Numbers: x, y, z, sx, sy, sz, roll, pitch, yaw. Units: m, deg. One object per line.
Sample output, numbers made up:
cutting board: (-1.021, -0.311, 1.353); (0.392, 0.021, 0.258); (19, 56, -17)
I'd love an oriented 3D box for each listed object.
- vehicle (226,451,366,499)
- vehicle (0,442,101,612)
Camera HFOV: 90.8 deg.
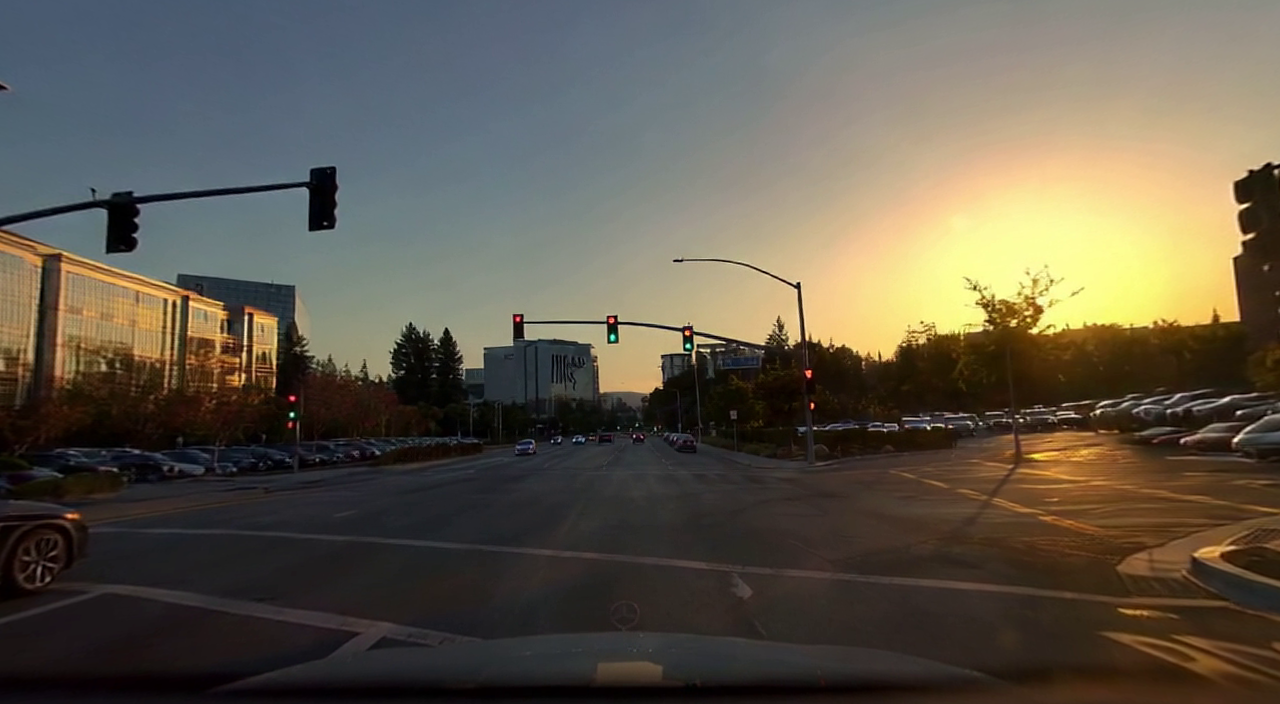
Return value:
vehicle: (-12.997, 4.644, 24.179); (4.298, 1.466, 1.921); (-1, -8, -12)
vehicle: (-6.416, 1.341, 4.281); (1.928, 1.451, 4.219); (0, -9, -3)
